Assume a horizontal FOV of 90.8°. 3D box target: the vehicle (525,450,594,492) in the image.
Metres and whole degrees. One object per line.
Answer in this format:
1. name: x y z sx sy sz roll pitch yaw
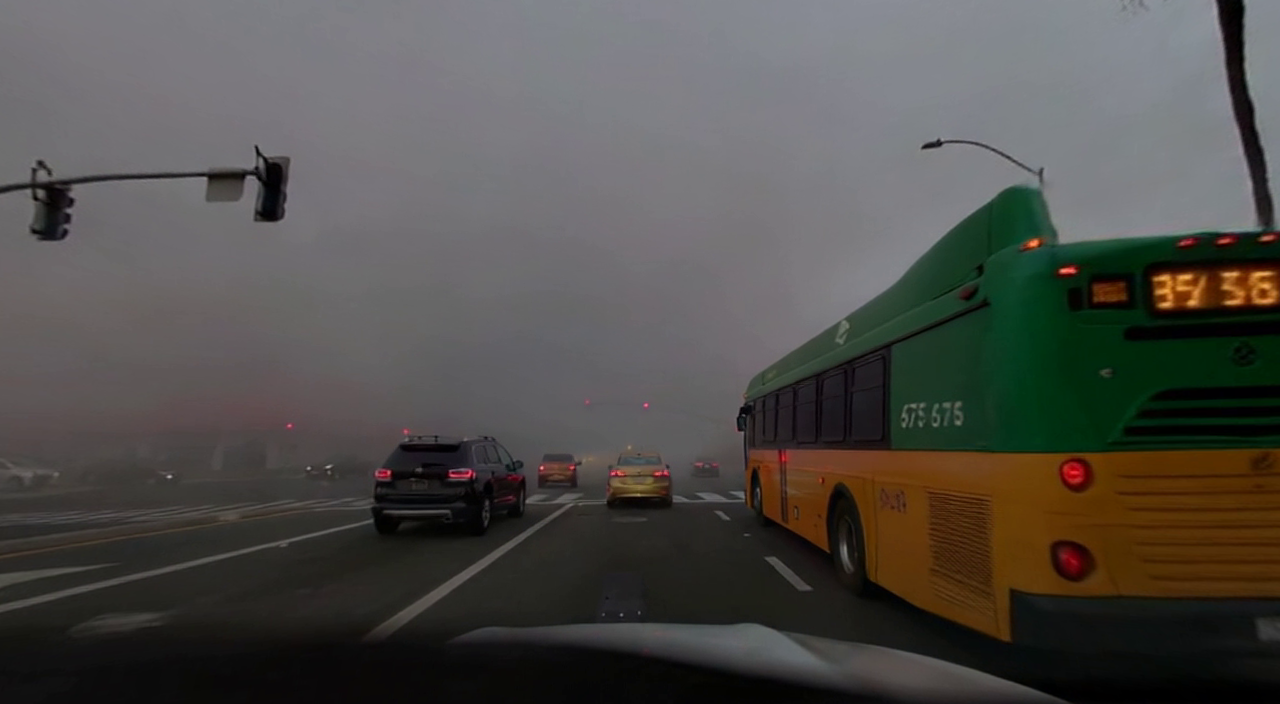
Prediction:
1. vehicle: -2.938 4.435 23.902 1.919 1.415 4.178 -1 -9 2

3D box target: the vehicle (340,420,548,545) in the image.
1. vehicle: -3.263 2.315 11.881 2.145 1.824 4.974 -1 -9 2

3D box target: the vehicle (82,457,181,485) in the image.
1. vehicle: -34.699 8.146 43.246 4.872 1.622 2.022 -1 -9 -7

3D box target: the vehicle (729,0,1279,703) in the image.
1. vehicle: 3.842 0.817 9.721 3.068 4.026 13.534 0 -9 0

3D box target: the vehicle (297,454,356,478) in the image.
1. vehicle: -23.325 8.446 46.960 4.679 1.679 1.899 -7 -11 37

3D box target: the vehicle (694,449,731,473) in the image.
1. vehicle: 4.709 7.163 41.603 1.989 1.467 4.364 0 -9 1

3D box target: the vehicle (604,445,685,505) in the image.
1. vehicle: 0.158 3.429 17.989 2.060 1.499 3.831 0 -9 1
